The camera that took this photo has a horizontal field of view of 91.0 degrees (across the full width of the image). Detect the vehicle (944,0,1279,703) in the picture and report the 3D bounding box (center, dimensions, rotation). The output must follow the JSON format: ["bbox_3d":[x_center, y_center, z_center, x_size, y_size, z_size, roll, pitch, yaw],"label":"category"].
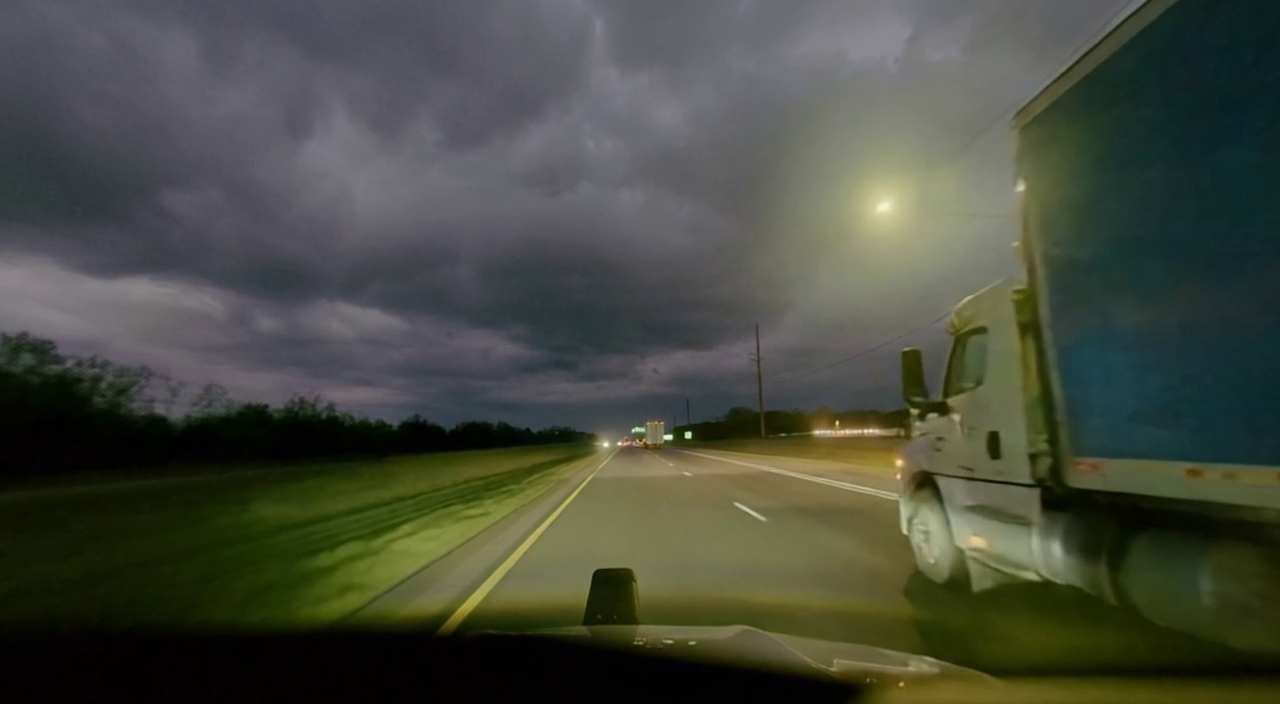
[{"bbox_3d":[4.133,-0.407,0.429,3.037,3.672,9.136,0,-8,-1],"label":"vehicle"}]
